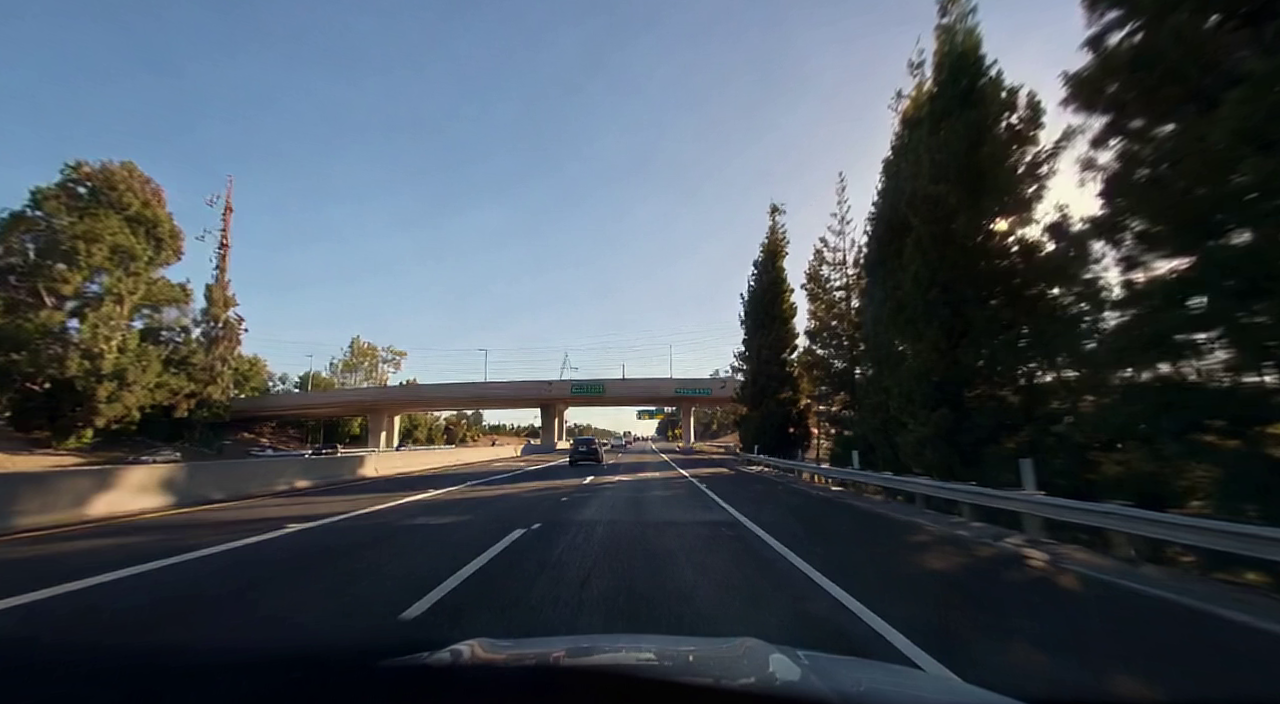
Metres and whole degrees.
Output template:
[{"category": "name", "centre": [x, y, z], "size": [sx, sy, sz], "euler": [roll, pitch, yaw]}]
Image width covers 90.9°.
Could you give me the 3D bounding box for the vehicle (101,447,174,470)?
[{"category": "vehicle", "centre": [-39.341, 8.353, 49.559], "size": [1.935, 1.689, 4.594], "euler": [0, -8, 0]}]
